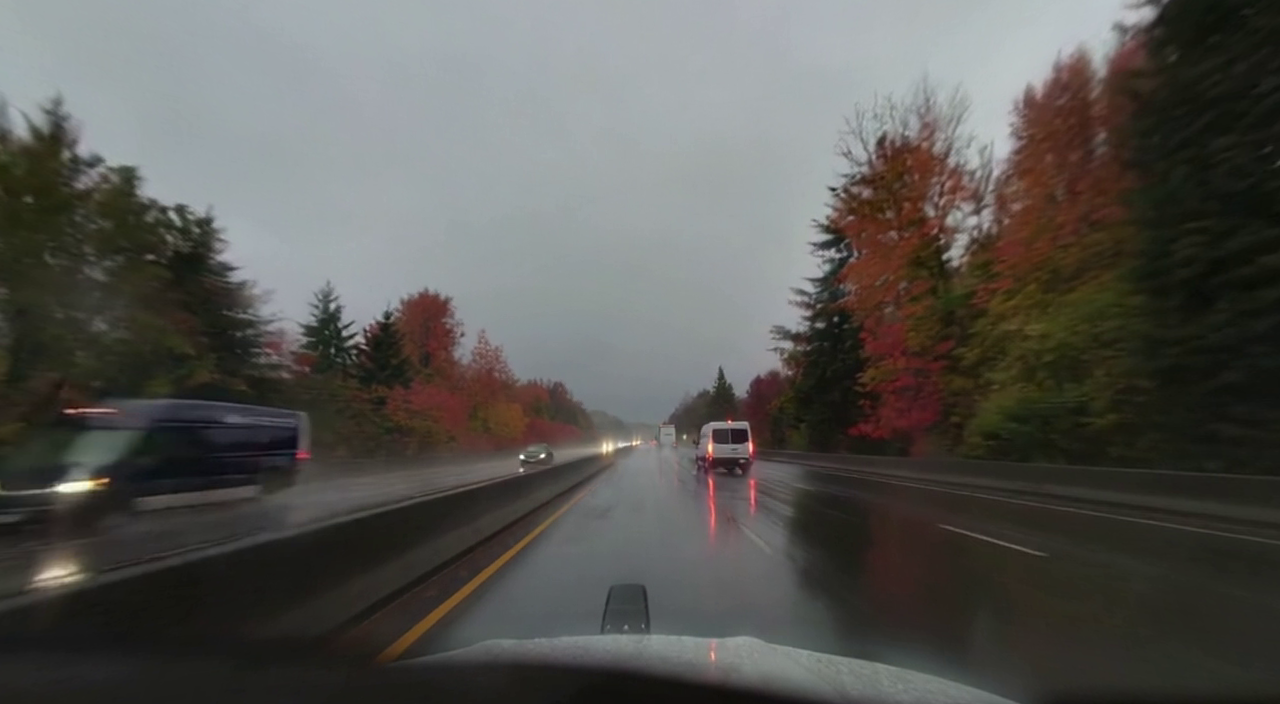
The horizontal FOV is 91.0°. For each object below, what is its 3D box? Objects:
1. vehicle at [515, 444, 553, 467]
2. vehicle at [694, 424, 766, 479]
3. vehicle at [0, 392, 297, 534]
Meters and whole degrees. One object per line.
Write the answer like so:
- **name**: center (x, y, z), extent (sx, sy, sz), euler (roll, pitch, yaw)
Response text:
- **vehicle**: center (-7.232, 7.102, 43.347), extent (1.872, 1.518, 4.401), euler (0, -8, 0)
- **vehicle**: center (3.726, 4.230, 26.966), extent (2.291, 2.112, 5.052), euler (0, -8, 0)
- **vehicle**: center (-11.207, 2.529, 14.990), extent (2.451, 2.664, 6.216), euler (0, -8, 1)
